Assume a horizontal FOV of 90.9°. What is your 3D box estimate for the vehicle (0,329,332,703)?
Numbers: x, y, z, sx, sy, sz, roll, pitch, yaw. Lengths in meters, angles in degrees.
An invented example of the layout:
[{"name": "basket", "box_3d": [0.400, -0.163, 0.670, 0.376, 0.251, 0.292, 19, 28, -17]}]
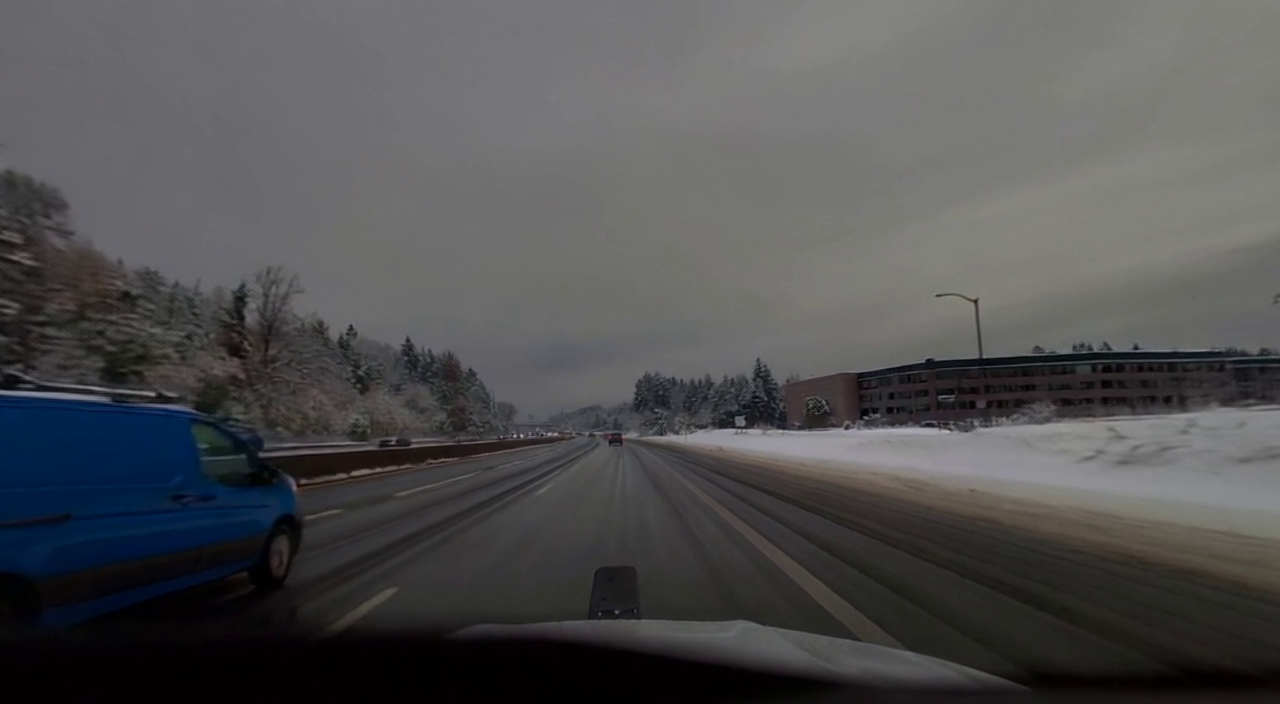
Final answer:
[{"name": "vehicle", "box_3d": [-4.231, 0.944, 4.036, 2.219, 1.827, 4.738, 0, -8, -2]}]
